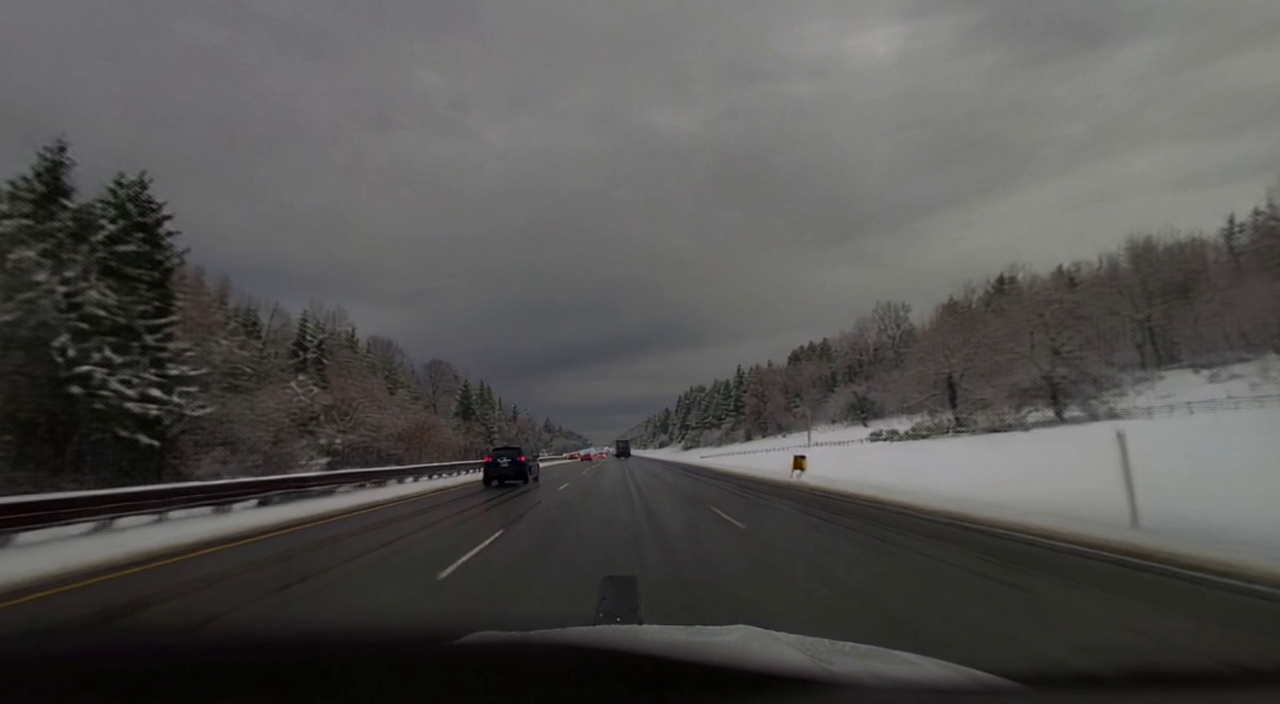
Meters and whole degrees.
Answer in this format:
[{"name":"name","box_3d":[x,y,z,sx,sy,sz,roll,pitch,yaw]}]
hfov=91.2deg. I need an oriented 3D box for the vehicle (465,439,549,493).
[{"name":"vehicle","box_3d":[-4.620,4.015,22.436,2.151,1.693,4.201,0,-9,-1]}]
